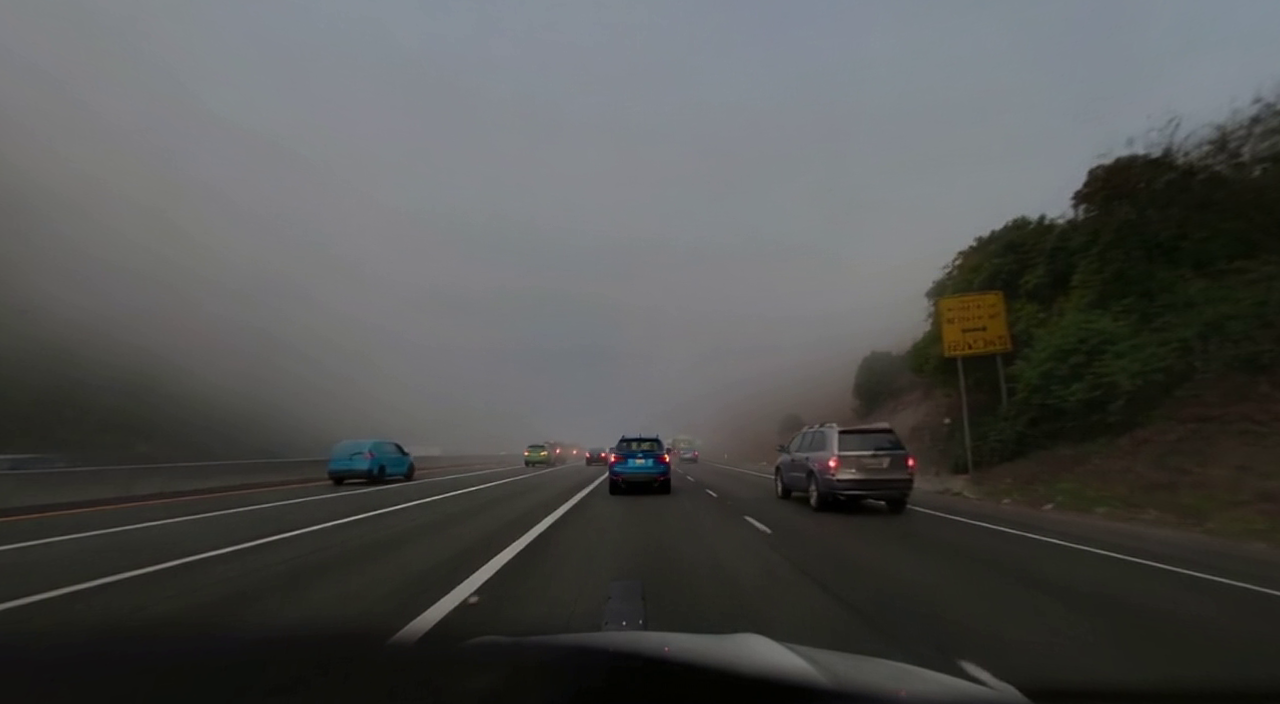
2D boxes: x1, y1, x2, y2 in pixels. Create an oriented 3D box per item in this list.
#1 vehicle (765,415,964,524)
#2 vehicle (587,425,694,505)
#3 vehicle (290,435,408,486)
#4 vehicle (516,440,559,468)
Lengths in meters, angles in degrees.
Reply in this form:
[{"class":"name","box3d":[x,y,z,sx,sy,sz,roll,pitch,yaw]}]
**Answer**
[{"class":"vehicle","box3d":[4.422,2.459,13.774,2.204,1.852,5.845,0,-9,0]},{"class":"vehicle","box3d":[0.033,2.901,16.568,2.447,1.804,4.273,0,-9,1]},{"class":"vehicle","box3d":[-11.261,4.229,24.938,2.223,1.781,5.098,0,-9,0]},{"class":"vehicle","box3d":[-6.783,6.798,42.108,2.024,1.706,4.462,0,-9,1]}]
